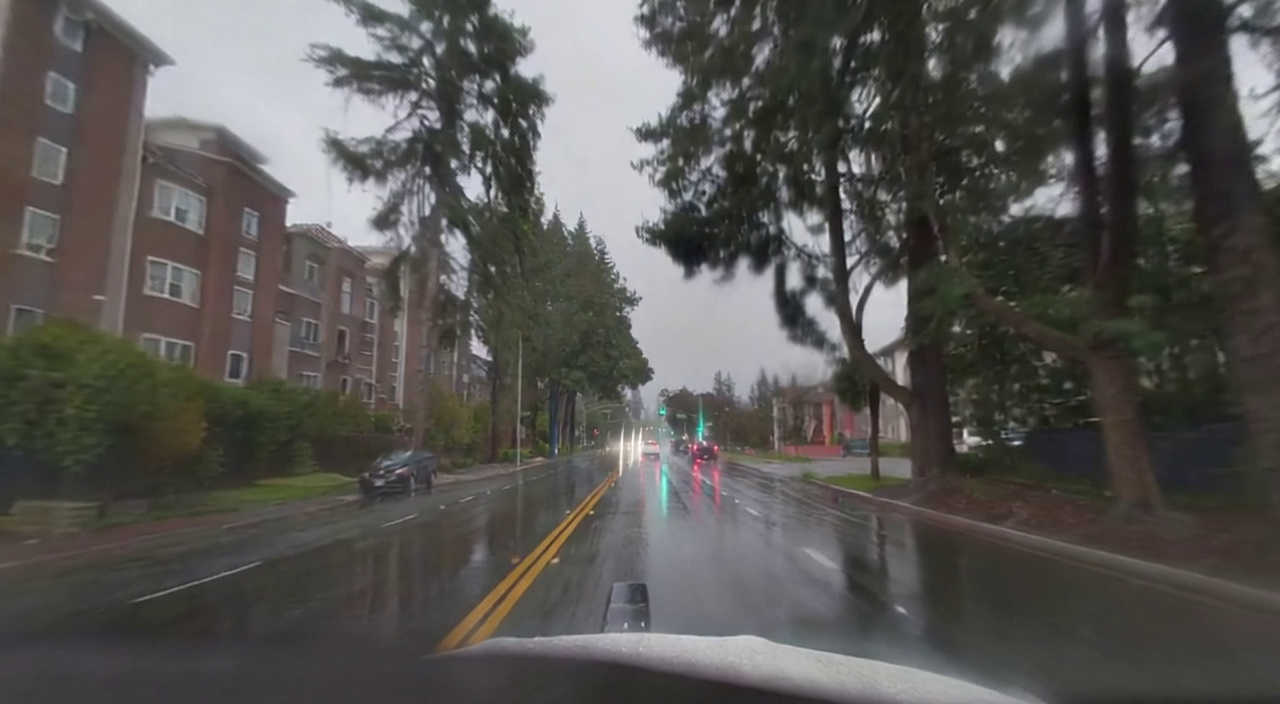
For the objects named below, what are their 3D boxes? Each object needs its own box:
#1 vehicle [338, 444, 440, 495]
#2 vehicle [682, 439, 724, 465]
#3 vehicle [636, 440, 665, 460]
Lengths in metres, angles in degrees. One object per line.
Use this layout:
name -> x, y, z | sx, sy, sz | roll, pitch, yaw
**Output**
vehicle -> -9.316, 4.361, 23.808 | 1.933, 1.498, 4.446 | -4, -7, 2
vehicle -> 3.801, 6.180, 38.966 | 2.078, 1.488, 4.741 | 0, -9, -1
vehicle -> 0.778, 7.484, 48.264 | 2.097, 1.463, 4.043 | 0, -9, 0
